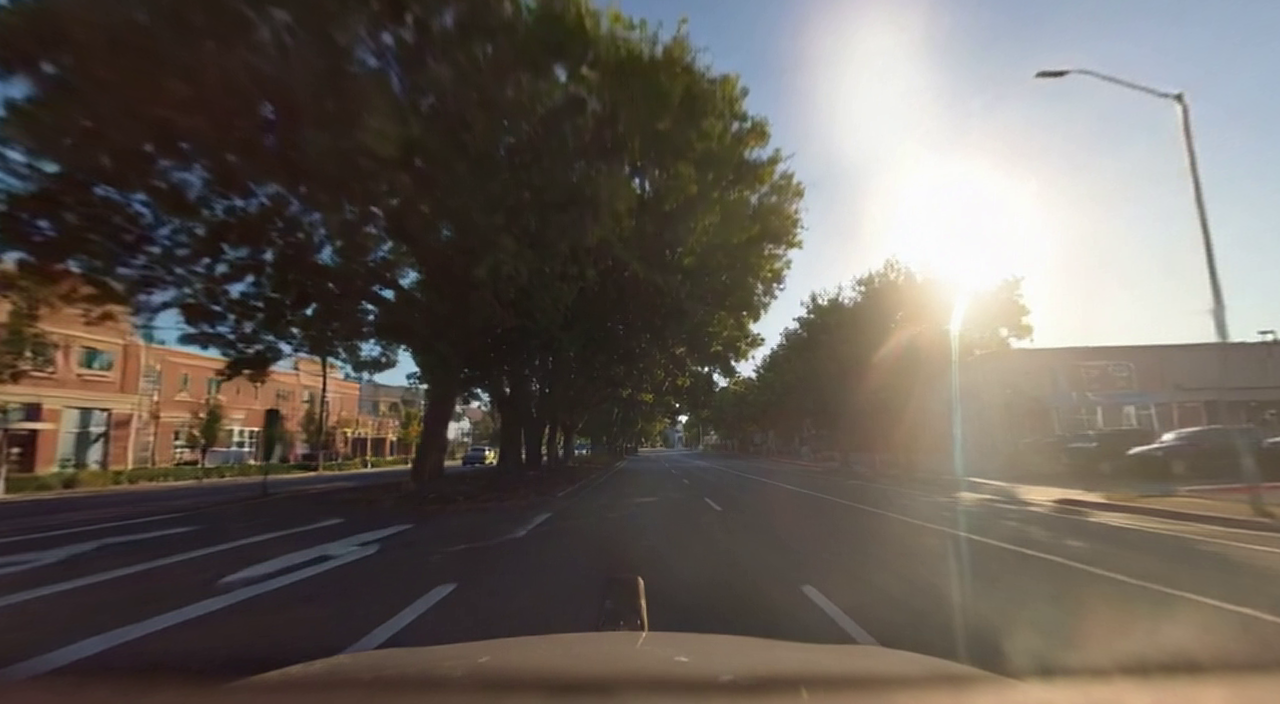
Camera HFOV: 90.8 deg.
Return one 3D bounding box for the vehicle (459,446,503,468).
[{"bbox_3d":[-11.684,7.750,46.827,1.972,1.466,4.683,0,-8,1],"label":"vehicle"}]
